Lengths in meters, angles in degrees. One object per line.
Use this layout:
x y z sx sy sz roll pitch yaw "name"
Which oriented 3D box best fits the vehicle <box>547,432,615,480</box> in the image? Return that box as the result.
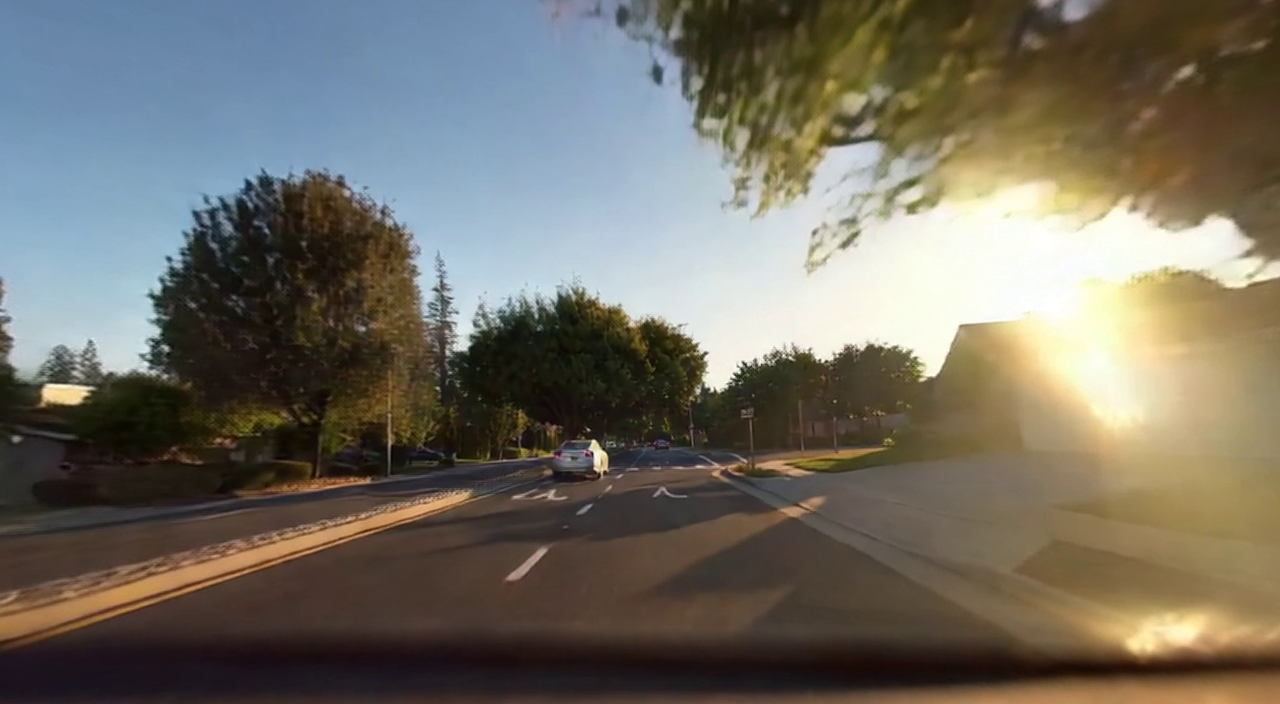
-2.262 4.155 25.415 2.190 1.766 4.394 0 -8 2 "vehicle"
